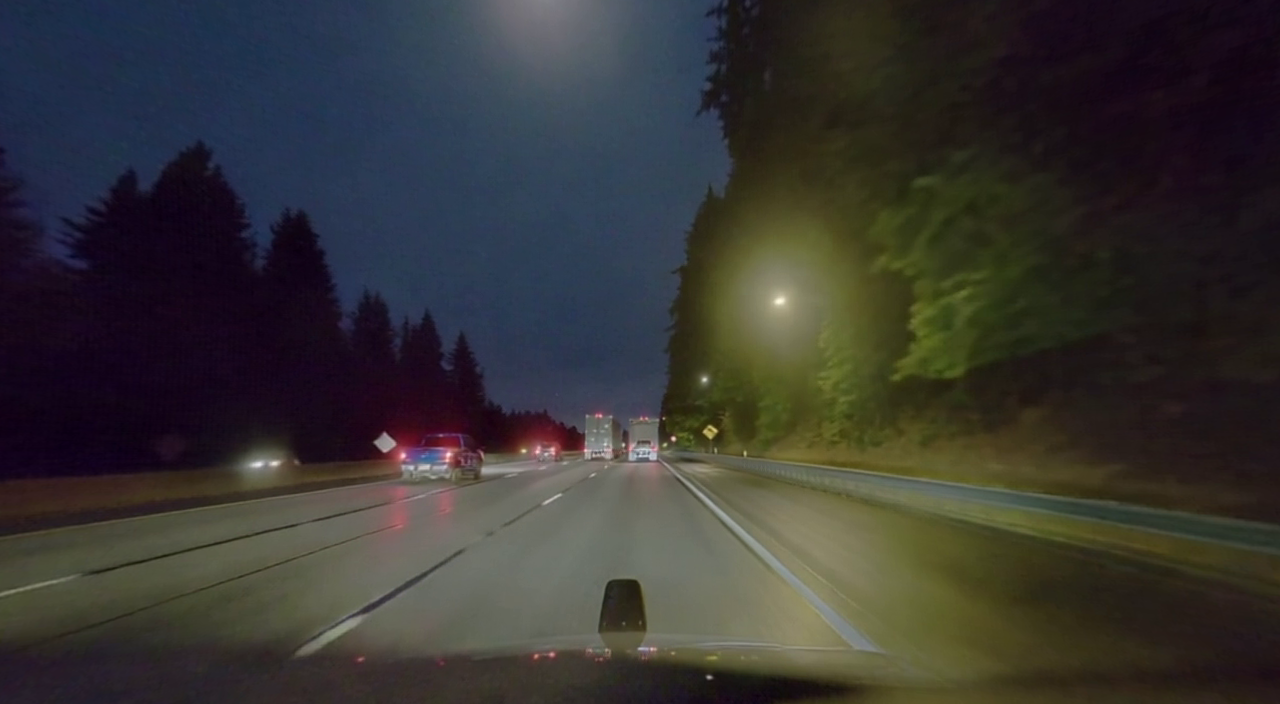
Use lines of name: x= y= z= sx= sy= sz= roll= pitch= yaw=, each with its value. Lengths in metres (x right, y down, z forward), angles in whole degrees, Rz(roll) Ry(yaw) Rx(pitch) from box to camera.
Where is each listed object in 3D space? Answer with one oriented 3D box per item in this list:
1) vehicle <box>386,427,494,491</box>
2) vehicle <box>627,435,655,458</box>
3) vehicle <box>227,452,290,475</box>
vehicle: x=-6.533 y=3.543 z=21.247 sx=2.149 sy=1.884 sz=4.627 roll=0 pitch=-8 yaw=-1
vehicle: x=0.069 y=7.189 z=48.043 sx=2.072 sy=1.630 sz=4.529 roll=0 pitch=-8 yaw=0
vehicle: x=-29.673 y=8.687 z=49.230 sx=1.963 sy=1.610 sz=4.674 roll=0 pitch=-8 yaw=0
